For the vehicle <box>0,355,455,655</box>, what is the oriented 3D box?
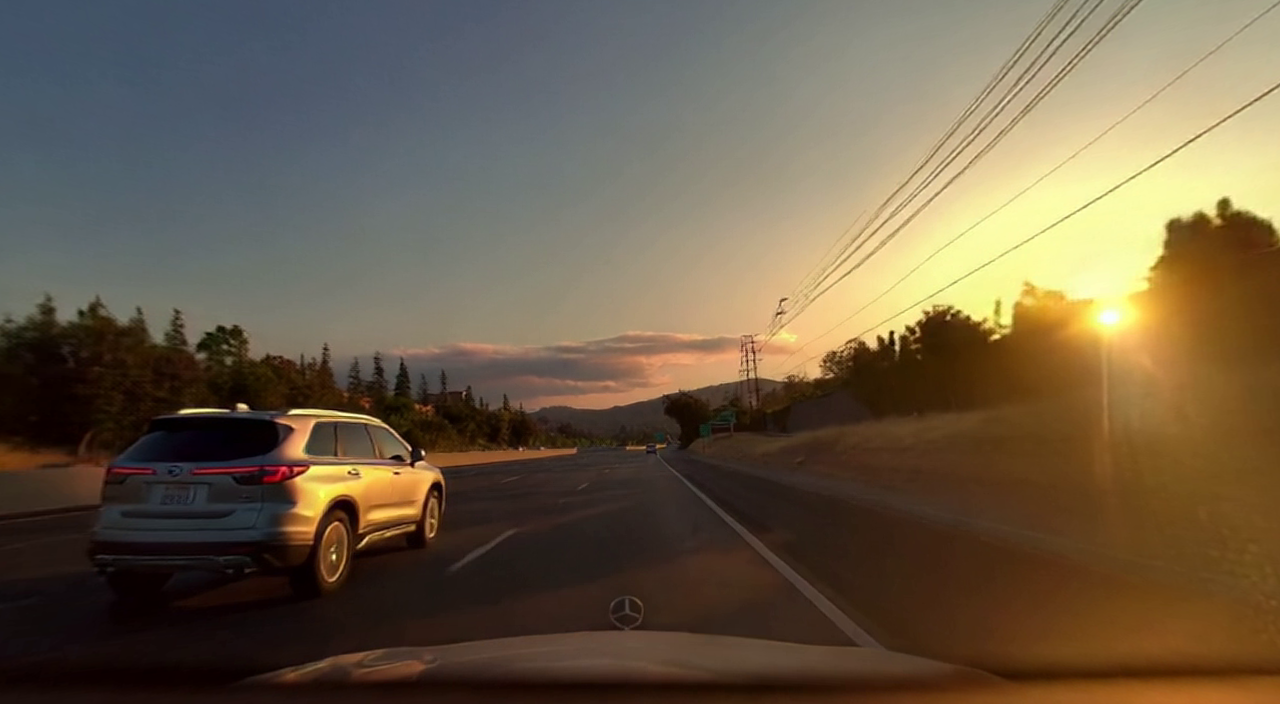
[{"bbox_3d":[-3.865,1.375,6.765,2.136,1.975,5.037,0,-8,1],"label":"vehicle"}]
